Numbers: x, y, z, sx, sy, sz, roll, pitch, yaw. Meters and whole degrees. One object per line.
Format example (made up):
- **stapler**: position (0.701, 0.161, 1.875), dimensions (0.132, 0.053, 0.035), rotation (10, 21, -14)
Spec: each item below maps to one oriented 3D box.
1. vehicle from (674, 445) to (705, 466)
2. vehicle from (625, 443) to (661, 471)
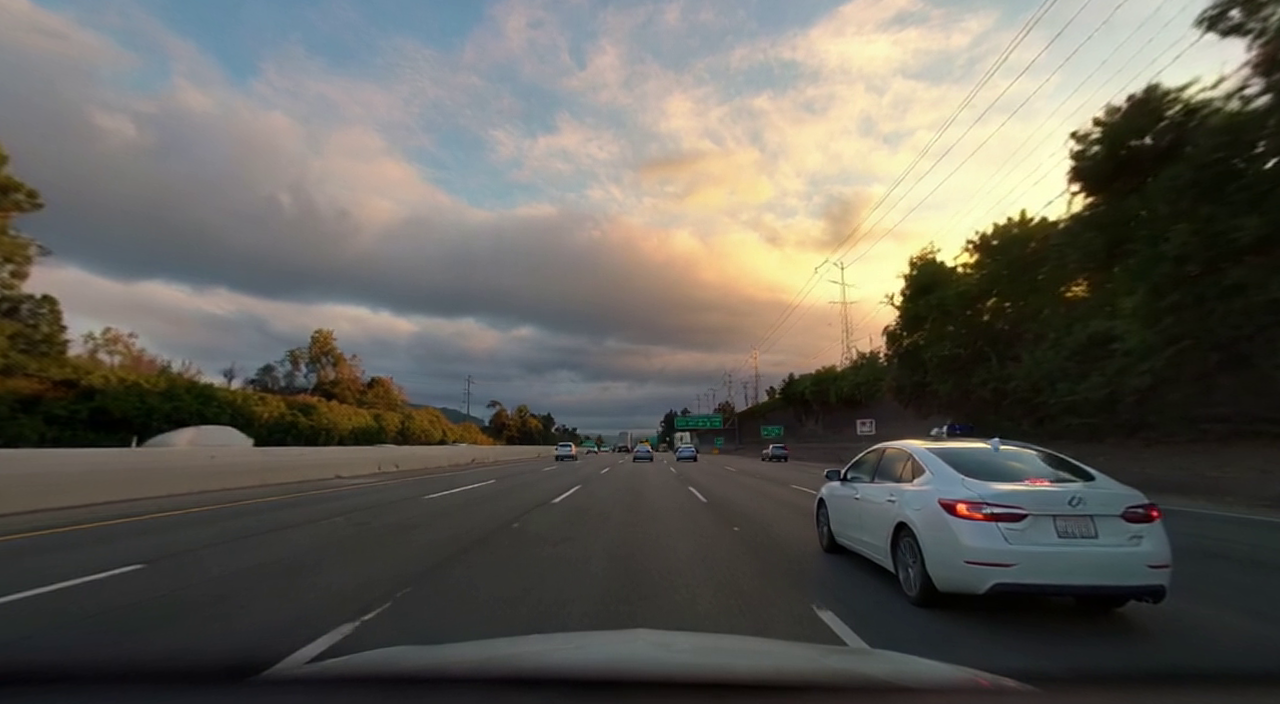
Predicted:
- **vehicle**: position (3.753, 7.964, 48.482), dimensions (2.076, 1.506, 4.050), rotation (0, -9, 0)
- **vehicle**: position (0.213, 6.392, 38.496), dimensions (2.066, 1.562, 4.198), rotation (0, -9, 1)
